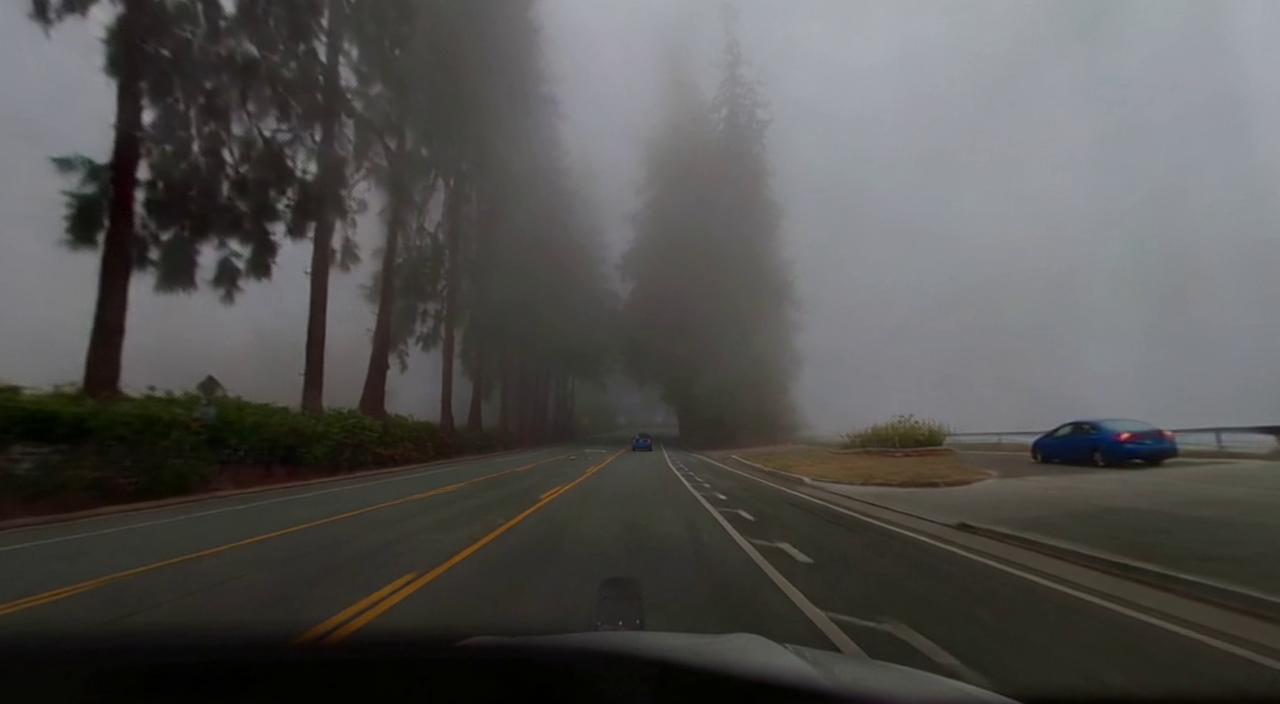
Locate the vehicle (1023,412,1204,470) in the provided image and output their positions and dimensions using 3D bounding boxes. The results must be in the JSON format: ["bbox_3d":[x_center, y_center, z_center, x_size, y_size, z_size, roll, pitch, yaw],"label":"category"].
[{"bbox_3d":[13.517,2.596,18.473,1.762,1.479,4.546,0,-8,0],"label":"vehicle"}]

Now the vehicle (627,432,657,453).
[{"bbox_3d":[0.182,6.680,46.593,2.067,1.486,3.861,0,-9,2],"label":"vehicle"}]
